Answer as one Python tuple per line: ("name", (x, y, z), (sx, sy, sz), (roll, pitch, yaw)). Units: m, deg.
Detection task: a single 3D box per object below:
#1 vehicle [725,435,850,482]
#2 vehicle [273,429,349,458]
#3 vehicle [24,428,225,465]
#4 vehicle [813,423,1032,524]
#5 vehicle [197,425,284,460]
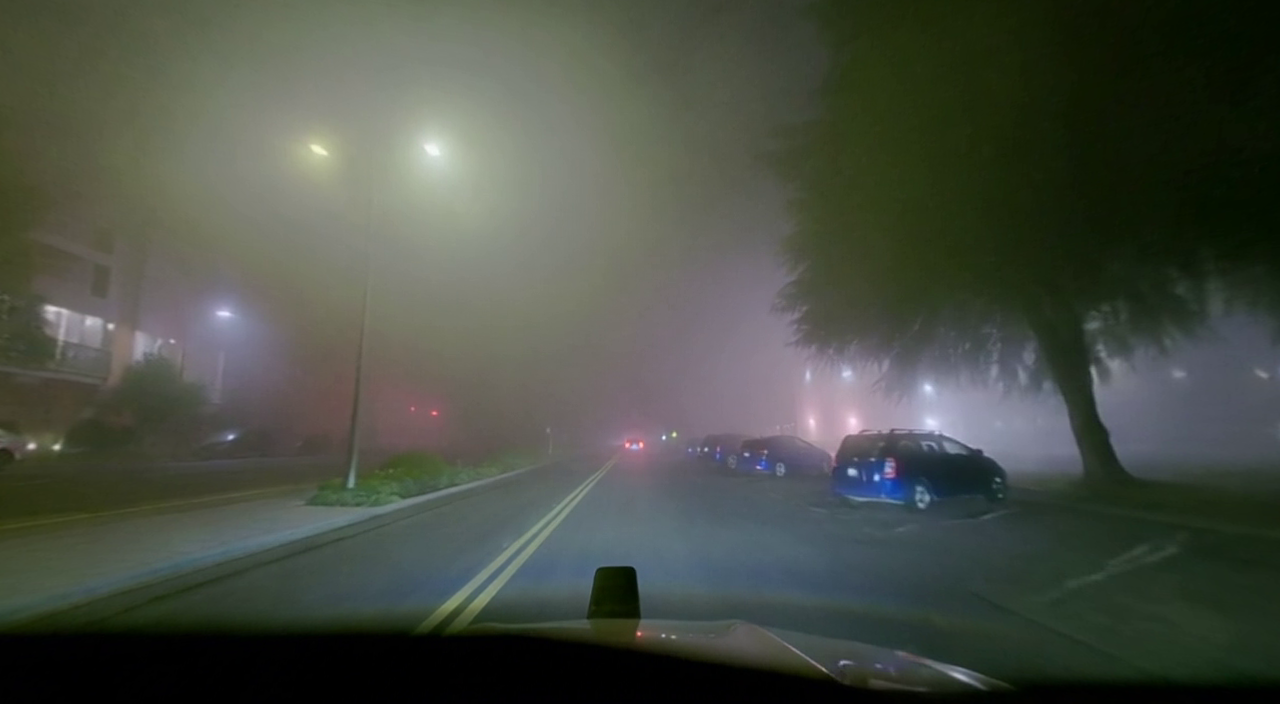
("vehicle", (5.036, 3.538, 21.301), (4.275, 1.428, 1.774), (6, -10, -37))
("vehicle", (-18.762, 5.240, 36.165), (1.909, 1.518, 4.459), (-1, -8, 1))
("vehicle", (-19.048, 3.559, 23.867), (2.389, 1.206, 6.247), (-1, -8, 1))
("vehicle", (5.116, 2.075, 11.306), (3.765, 1.497, 1.831), (5, -10, -35))
("vehicle", (-19.037, 4.328, 30.166), (1.792, 1.554, 3.682), (0, -8, -1))
